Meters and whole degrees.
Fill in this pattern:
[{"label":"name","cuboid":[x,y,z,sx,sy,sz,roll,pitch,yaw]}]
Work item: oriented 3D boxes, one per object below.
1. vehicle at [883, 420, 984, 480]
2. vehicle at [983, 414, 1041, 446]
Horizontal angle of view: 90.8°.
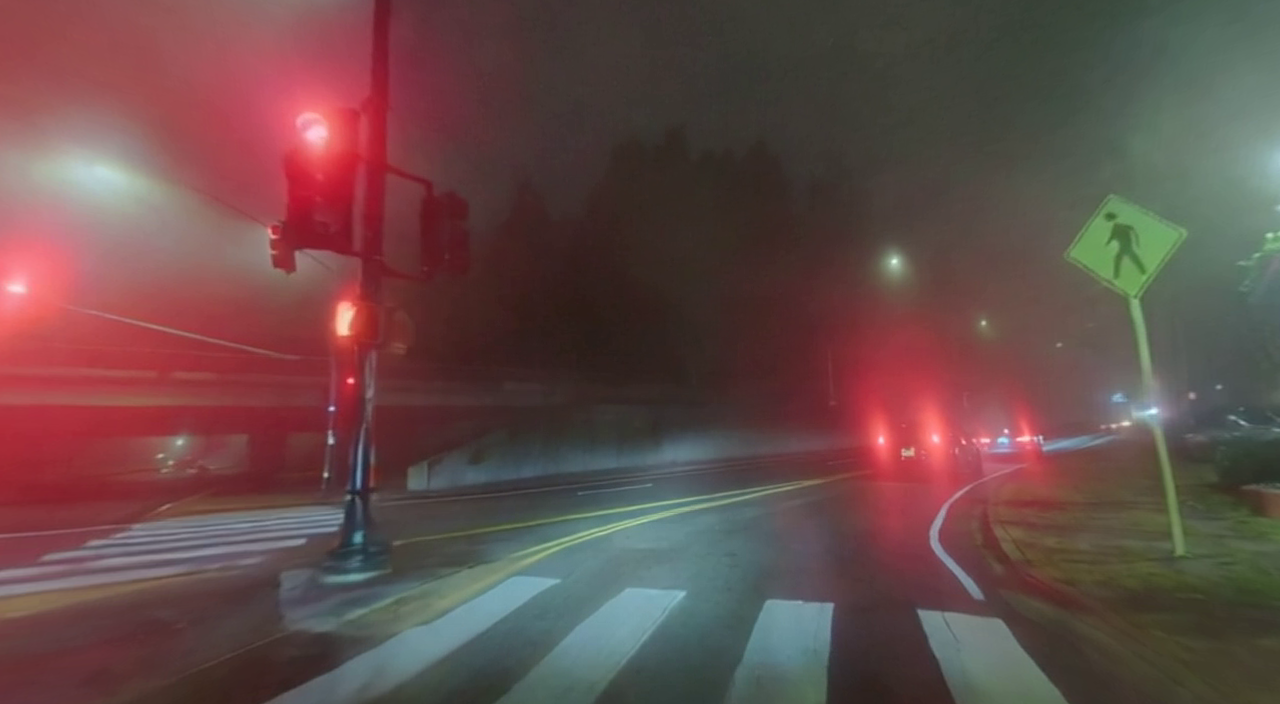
[{"label":"vehicle","cuboid":[9.096,2.990,19.405,1.908,1.622,4.166,-6,-11,36]},{"label":"vehicle","cuboid":[24.655,5.224,41.790,2.122,1.954,5.144,-8,-11,42]}]
